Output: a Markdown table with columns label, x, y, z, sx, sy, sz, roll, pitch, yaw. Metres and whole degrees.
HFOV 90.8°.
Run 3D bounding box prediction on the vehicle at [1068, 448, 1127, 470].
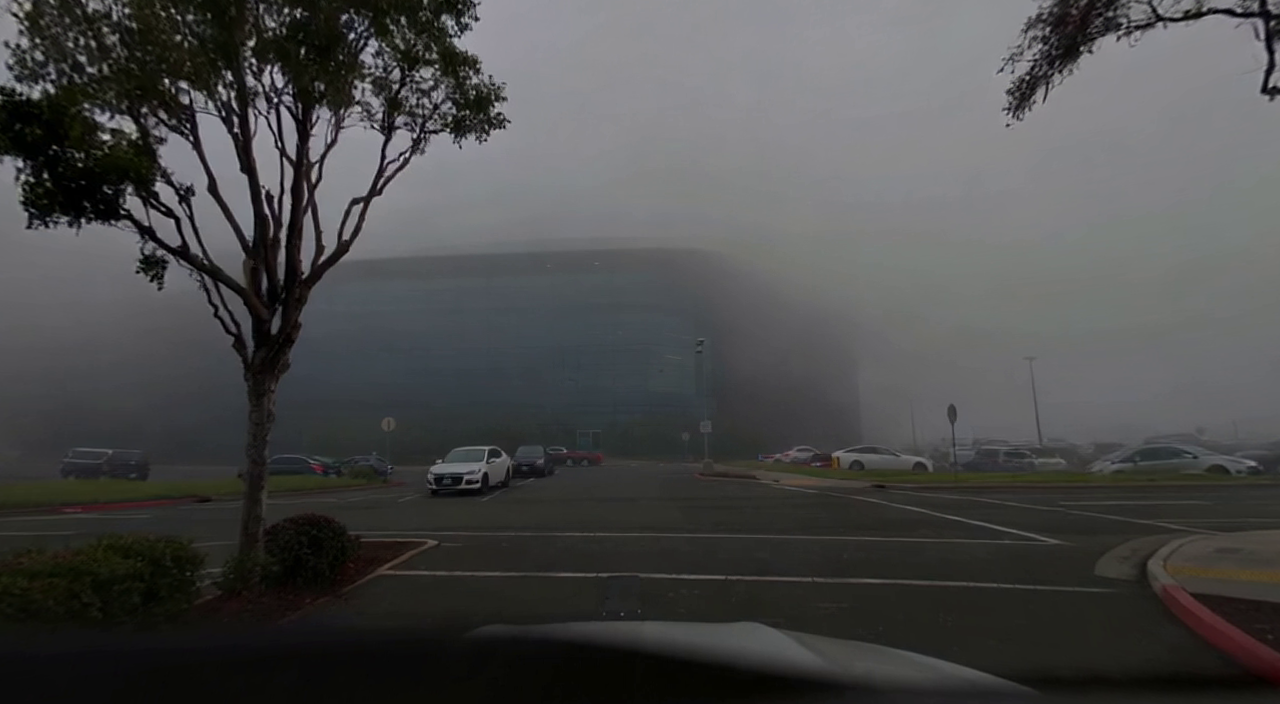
| label | x | y | z | sx | sy | sz | roll | pitch | yaw |
| --- | --- | --- | --- | --- | --- | --- | --- | --- | --- |
| vehicle | 31.297 | 7.313 | 43.274 | 1.519 | 1.371 | 3.278 | 0 | -8 | -1 |

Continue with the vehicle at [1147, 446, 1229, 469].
| label | x | y | z | sx | sy | sz | roll | pitch | yaw |
| --- | --- | --- | --- | --- | --- | --- | --- | --- | --- |
| vehicle | 37.017 | 7.119 | 42.788 | 1.678 | 1.423 | 4.191 | 0 | -8 | -2 |

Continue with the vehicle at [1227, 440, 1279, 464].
| label | x | y | z | sx | sy | sz | roll | pitch | yaw |
| --- | --- | --- | --- | --- | --- | --- | --- | --- | --- |
| vehicle | 43.059 | 6.809 | 43.084 | 1.758 | 1.572 | 4.421 | 0 | -8 | 1 |

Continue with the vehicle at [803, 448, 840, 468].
| label | x | y | z | sx | sy | sz | roll | pitch | yaw |
| --- | --- | --- | --- | --- | --- | --- | --- | --- | --- |
| vehicle | 14.213 | 8.303 | 49.644 | 1.935 | 1.477 | 3.719 | 0 | -9 | 3 |

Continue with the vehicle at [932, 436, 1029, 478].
| label | x | y | z | sx | sy | sz | roll | pitch | yaw |
| --- | --- | --- | --- | --- | --- | --- | --- | --- | --- |
| vehicle | 16.475 | 5.094 | 30.927 | 2.048 | 1.852 | 4.998 | 0 | -9 | 1 |

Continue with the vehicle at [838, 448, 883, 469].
| label | x | y | z | sx | sy | sz | roll | pitch | yaw |
| --- | --- | --- | --- | --- | --- | --- | --- | --- | --- |
| vehicle | 17.050 | 8.226 | 49.063 | 1.971 | 1.478 | 4.477 | 0 | -8 | 1 |

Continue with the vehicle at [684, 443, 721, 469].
| label | x | y | z | sx | sy | sz | roll | pitch | yaw |
| --- | --- | --- | --- | --- | --- | --- | --- | --- | --- |
| vehicle | 4.589 | 7.743 | 47.277 | 2.262 | 1.794 | 5.331 | 0 | -8 | 1 |

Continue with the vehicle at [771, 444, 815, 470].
| label | x | y | z | sx | sy | sz | roll | pitch | yaw |
| --- | --- | --- | --- | --- | --- | --- | --- | --- | --- |
| vehicle | 10.519 | 7.208 | 43.713 | 1.936 | 1.673 | 4.305 | 0 | -8 | 0 |

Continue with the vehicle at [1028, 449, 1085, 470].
| label | x | y | z | sx | sy | sz | roll | pitch | yaw |
| --- | --- | --- | --- | --- | --- | --- | --- | --- | --- |
| vehicle | 28.301 | 7.291 | 43.008 | 1.495 | 1.371 | 3.336 | -1 | -9 | -1 |

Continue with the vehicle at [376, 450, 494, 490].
| label | x | y | z | sx | sy | sz | roll | pitch | yaw |
| --- | --- | --- | --- | --- | --- | --- | --- | --- | --- |
| vehicle | -8.701 | 4.967 | 26.903 | 4.442 | 1.504 | 1.809 | 4 | -10 | -28 |

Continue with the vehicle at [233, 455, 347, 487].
| label | x | y | z | sx | sy | sz | roll | pitch | yaw |
| --- | --- | --- | --- | --- | --- | --- | --- | --- | --- |
| vehicle | -16.750 | 5.692 | 30.358 | 4.331 | 1.437 | 1.876 | 0 | -8 | 3 |
